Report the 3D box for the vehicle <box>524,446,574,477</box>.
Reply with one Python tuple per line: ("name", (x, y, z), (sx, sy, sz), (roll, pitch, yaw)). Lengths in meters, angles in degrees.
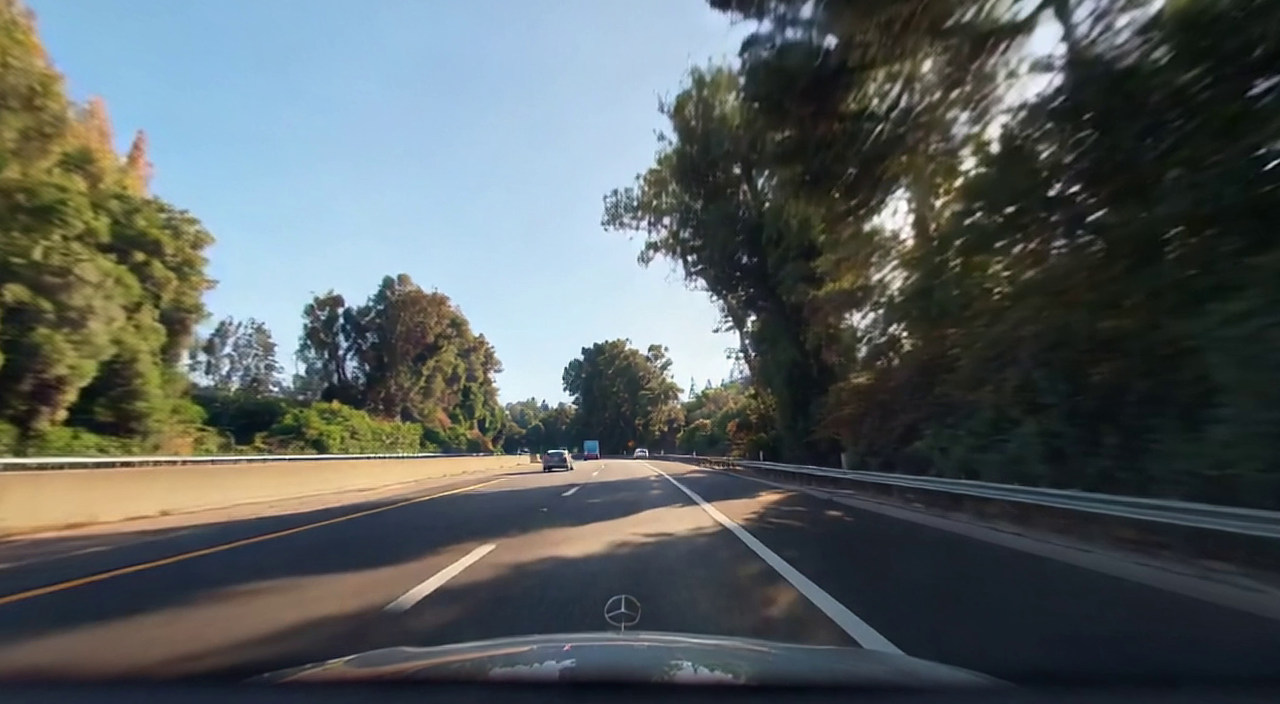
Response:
("vehicle", (-4.731, 5.779, 33.546), (2.049, 1.521, 4.366), (0, -8, -1))
